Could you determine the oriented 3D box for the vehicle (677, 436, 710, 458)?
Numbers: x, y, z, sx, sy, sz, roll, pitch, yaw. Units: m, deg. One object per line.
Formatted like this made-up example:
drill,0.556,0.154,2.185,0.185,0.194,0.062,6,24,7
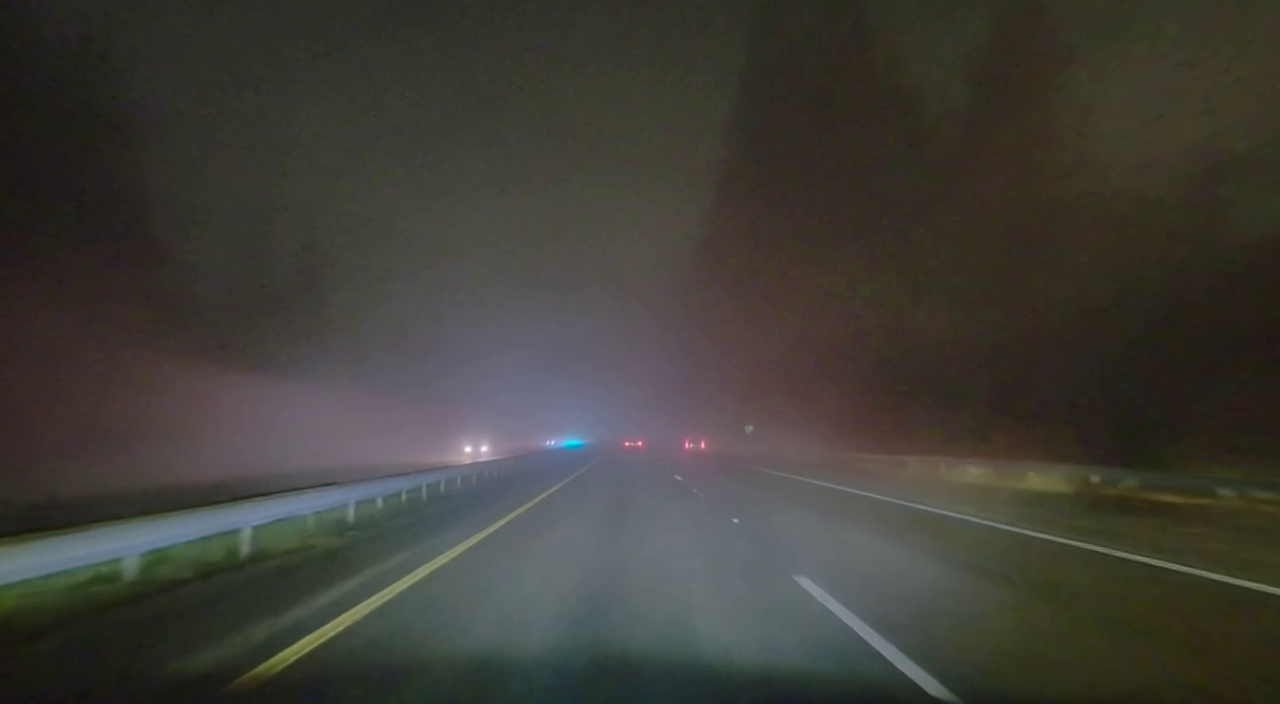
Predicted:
vehicle,3.786,6.809,45.354,1.995,1.490,3.857,0,-8,-1
